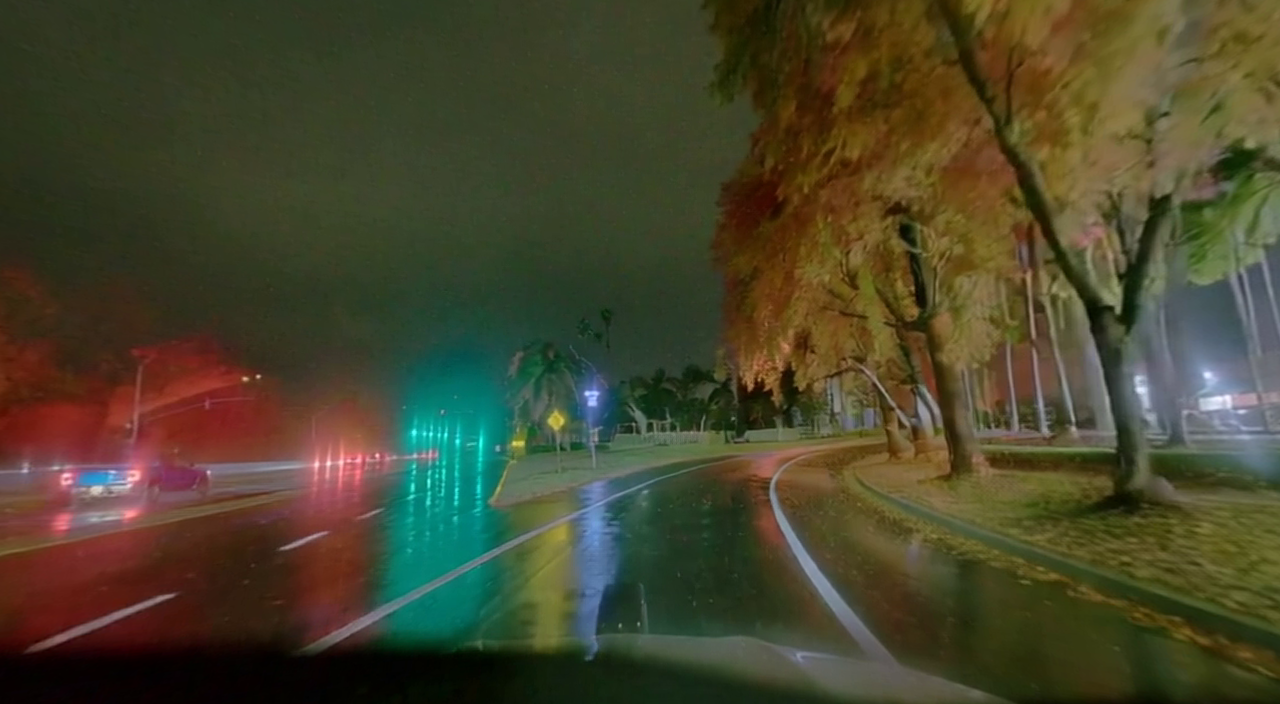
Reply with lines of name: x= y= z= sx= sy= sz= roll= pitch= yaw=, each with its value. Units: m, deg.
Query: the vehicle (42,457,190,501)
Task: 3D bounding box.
vehicle: x=-31.261 y=7.562 z=38.149 sx=2.819 sy=2.204 sz=8.236 roll=2 pitch=-9 yaw=-8
